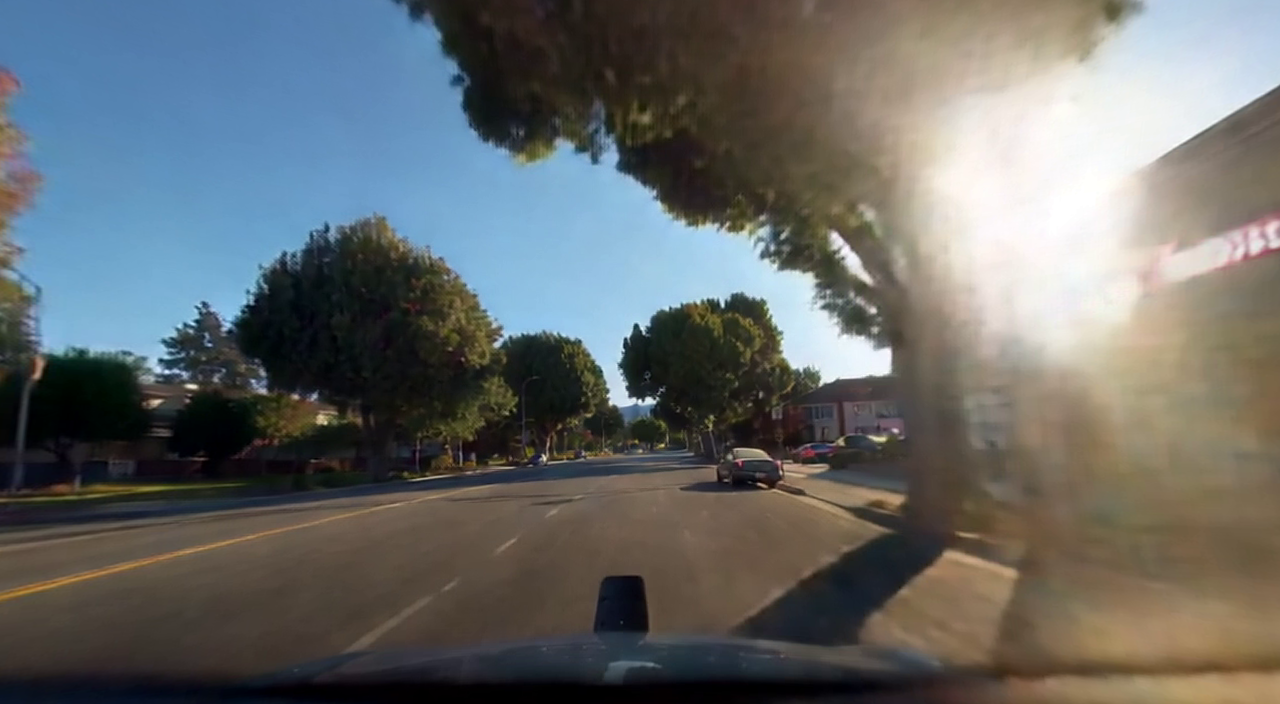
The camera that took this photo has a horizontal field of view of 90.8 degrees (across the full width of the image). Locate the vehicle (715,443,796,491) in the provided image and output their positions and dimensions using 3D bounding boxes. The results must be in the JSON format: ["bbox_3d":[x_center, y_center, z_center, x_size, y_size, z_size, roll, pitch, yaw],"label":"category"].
[{"bbox_3d":[4.002,4.068,22.799,2.080,1.503,4.821,0,-8,1],"label":"vehicle"}]

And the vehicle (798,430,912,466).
[{"bbox_3d":[11.412,5.156,33.948,5.369,1.860,2.163,-1,-9,5],"label":"vehicle"}]

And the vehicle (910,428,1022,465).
[{"bbox_3d":[15.706,4.583,30.628,4.290,1.717,2.013,-1,-9,7],"label":"vehicle"}]
